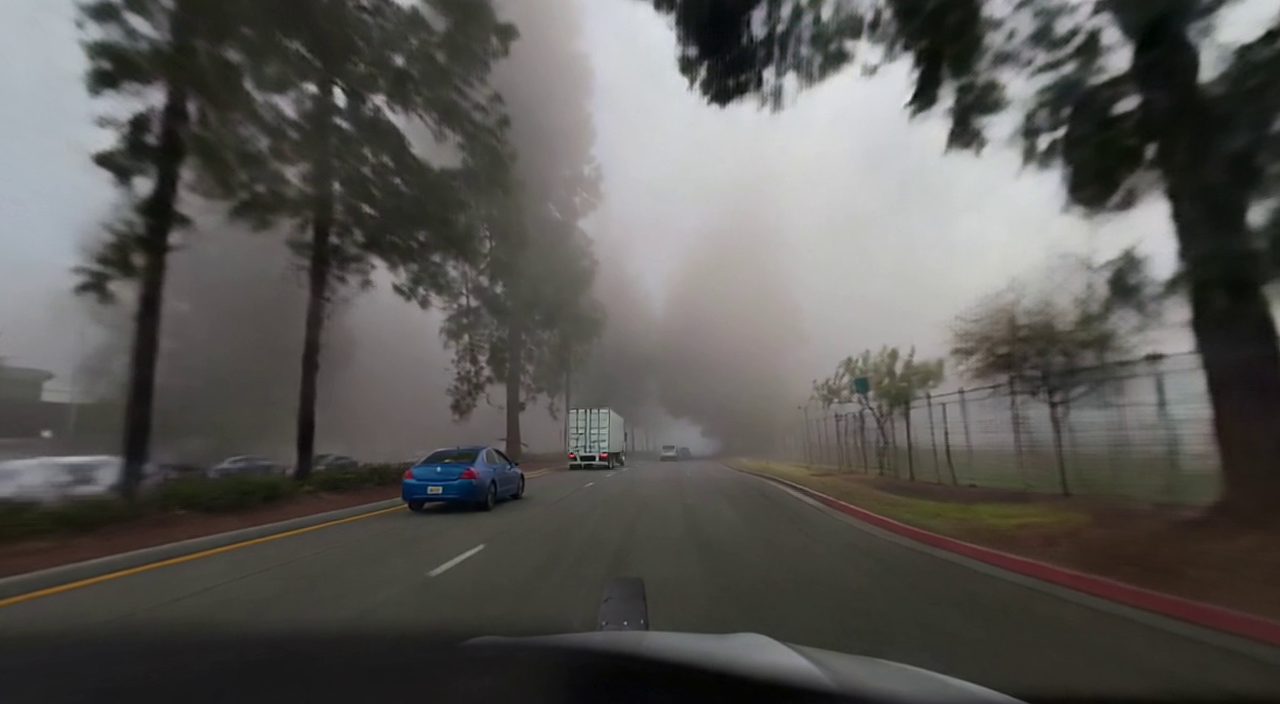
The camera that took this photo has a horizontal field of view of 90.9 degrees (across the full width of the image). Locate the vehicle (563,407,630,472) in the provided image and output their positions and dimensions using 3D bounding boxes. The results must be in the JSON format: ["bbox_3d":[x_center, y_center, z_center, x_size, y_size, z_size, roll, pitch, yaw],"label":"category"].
[{"bbox_3d":[-2.274,5.095,36.319,2.746,3.276,8.572,-1,-9,3],"label":"vehicle"}]

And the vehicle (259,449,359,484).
[{"bbox_3d":[-15.149,5.265,29.218,1.934,1.466,4.697,-1,-9,3],"label":"vehicle"}]

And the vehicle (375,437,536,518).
[{"bbox_3d":[-3.751,2.645,13.752,2.005,1.462,4.345,-1,-9,3],"label":"vehicle"}]

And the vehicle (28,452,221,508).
[{"bbox_3d":[-15.401,3.808,19.283,1.837,1.464,4.728,0,-9,1],"label":"vehicle"}]
